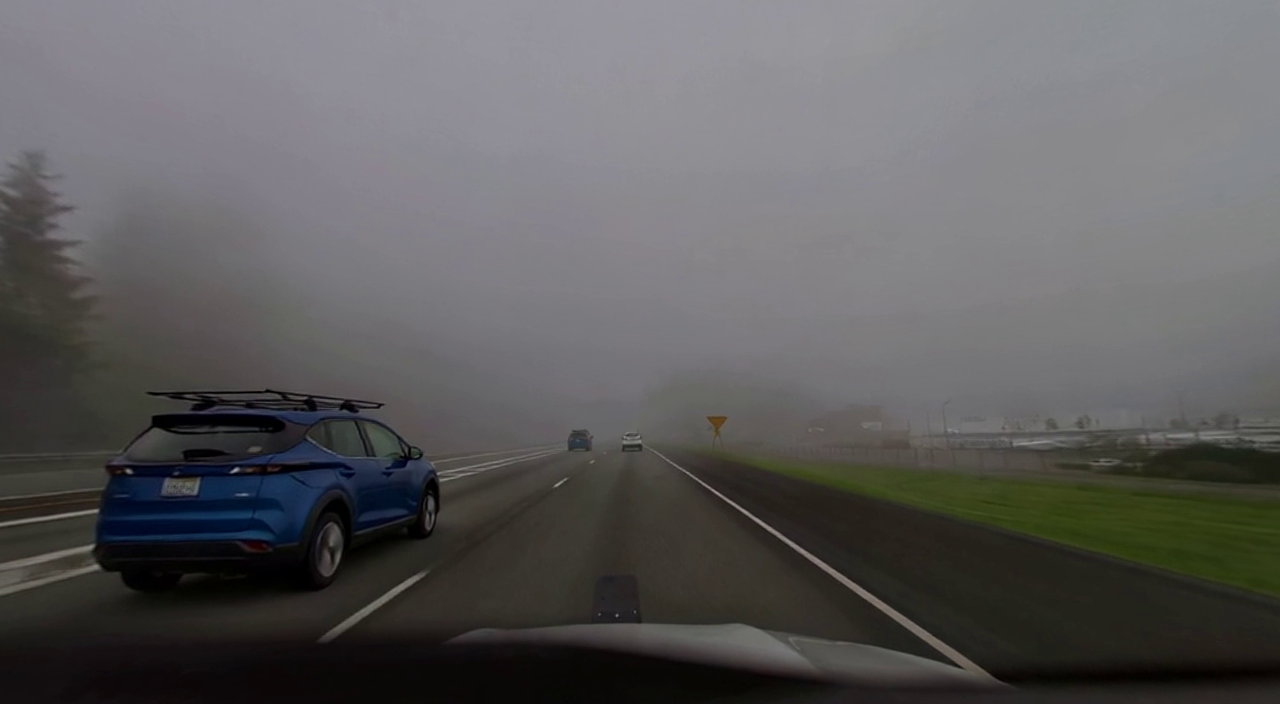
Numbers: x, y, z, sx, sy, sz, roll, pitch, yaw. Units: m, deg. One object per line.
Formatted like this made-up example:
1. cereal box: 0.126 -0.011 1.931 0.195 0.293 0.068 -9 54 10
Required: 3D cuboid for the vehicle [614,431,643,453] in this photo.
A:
1. vehicle: -0.875 6.891 48.458 2.151 1.618 3.898 0 -8 -1
